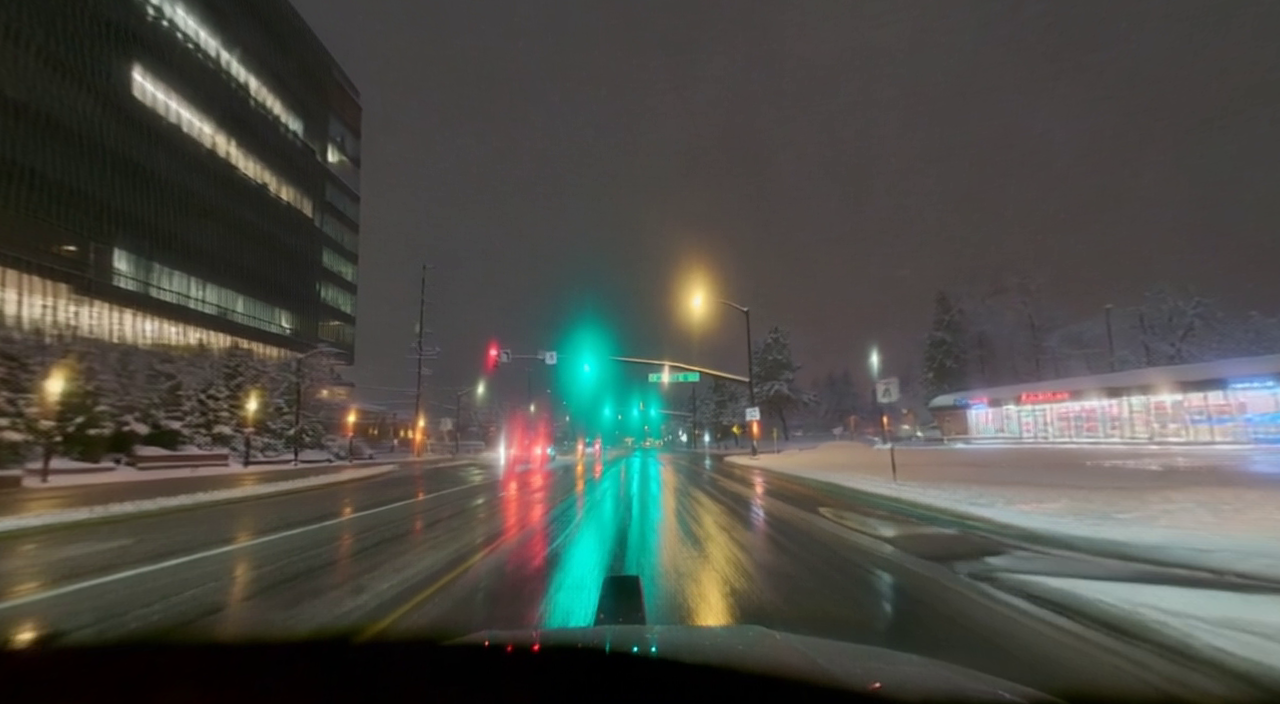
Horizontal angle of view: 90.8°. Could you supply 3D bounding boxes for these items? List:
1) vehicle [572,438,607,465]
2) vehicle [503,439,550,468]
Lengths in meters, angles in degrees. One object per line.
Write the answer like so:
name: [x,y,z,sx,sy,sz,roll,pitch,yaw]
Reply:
vehicle: [-3.496,6.962,44.244,2.052,1.729,4.195,0,-9,1]
vehicle: [-6.698,6.069,37.850,1.909,1.605,4.561,0,-9,1]
